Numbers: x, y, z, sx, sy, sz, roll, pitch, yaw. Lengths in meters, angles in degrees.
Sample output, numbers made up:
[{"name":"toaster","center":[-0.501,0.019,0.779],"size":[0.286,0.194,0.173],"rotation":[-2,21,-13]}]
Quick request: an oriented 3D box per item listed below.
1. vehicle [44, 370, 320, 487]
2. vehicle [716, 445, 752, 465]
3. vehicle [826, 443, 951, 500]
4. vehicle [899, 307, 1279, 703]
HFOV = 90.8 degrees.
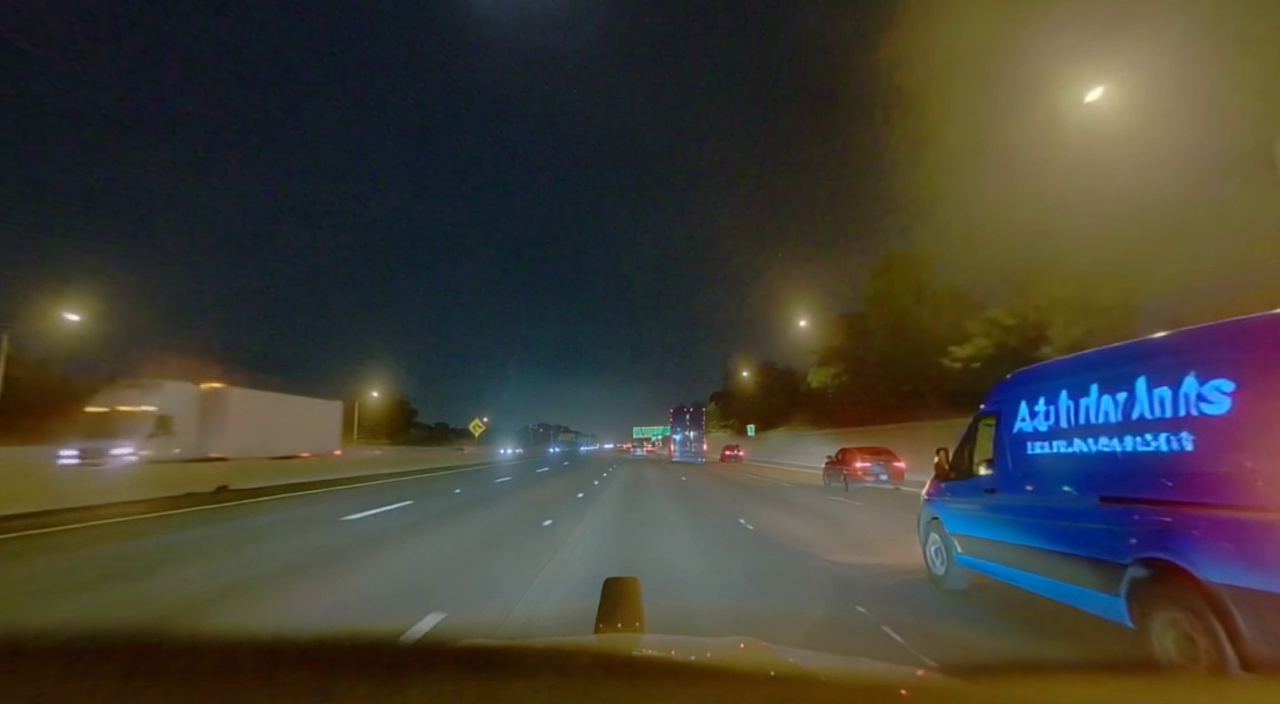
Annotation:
[{"name":"vehicle","center":[-17.275,3.215,25.518],"size":[2.999,3.721,10.788],"rotation":[0,-9,0]},{"name":"vehicle","center":[7.299,8.044,49.417],"size":[2.008,1.471,4.591],"rotation":[0,-9,-1]},{"name":"vehicle","center":[7.134,3.444,18.710],"size":[1.837,1.452,4.414],"rotation":[0,-9,-1]},{"name":"vehicle","center":[3.684,0.981,3.941],"size":[2.035,1.931,4.841],"rotation":[0,-9,0]}]
